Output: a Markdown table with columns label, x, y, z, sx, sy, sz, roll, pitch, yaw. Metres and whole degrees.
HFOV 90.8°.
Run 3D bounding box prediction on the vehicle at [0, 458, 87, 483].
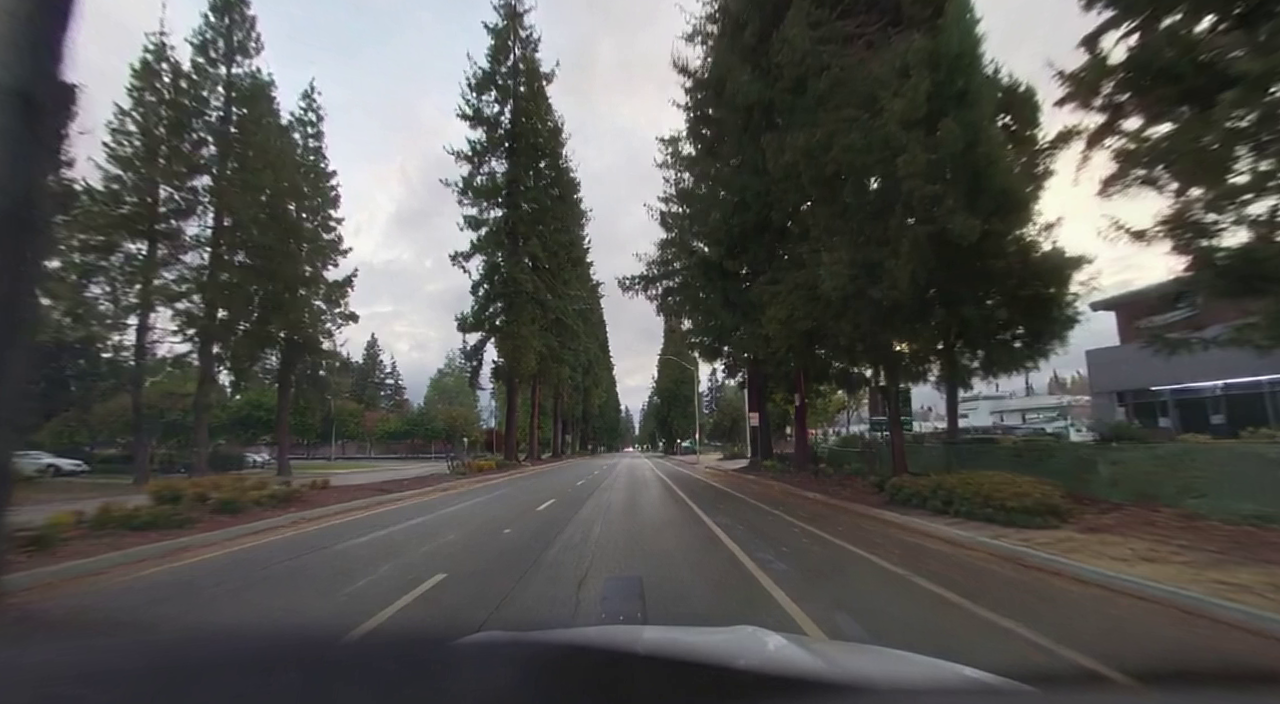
| label | x | y | z | sx | sy | sz | roll | pitch | yaw |
| --- | --- | --- | --- | --- | --- | --- | --- | --- | --- |
| vehicle | -37.677 | 7.371 | 39.505 | 4.424 | 1.468 | 1.887 | 0 | -8 | 1 |
